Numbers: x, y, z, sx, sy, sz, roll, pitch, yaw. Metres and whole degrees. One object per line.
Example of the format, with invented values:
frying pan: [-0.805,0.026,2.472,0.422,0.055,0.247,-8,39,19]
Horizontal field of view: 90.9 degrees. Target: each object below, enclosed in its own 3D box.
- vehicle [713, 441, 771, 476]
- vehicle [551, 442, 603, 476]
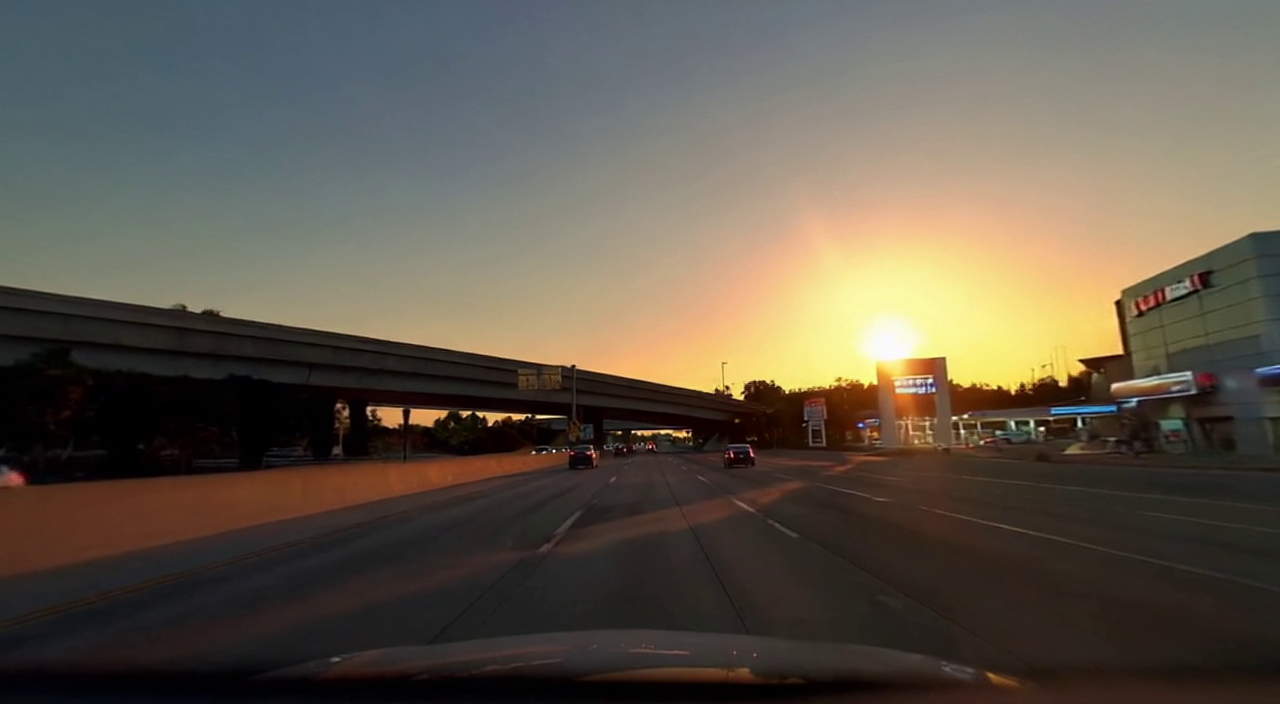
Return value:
vehicle: [4.645,4.954,29.553,1.909,1.467,4.940,-1,-9,0]
vehicle: [-3.030,5.277,31.270,2.114,1.510,4.186,-1,-9,1]
